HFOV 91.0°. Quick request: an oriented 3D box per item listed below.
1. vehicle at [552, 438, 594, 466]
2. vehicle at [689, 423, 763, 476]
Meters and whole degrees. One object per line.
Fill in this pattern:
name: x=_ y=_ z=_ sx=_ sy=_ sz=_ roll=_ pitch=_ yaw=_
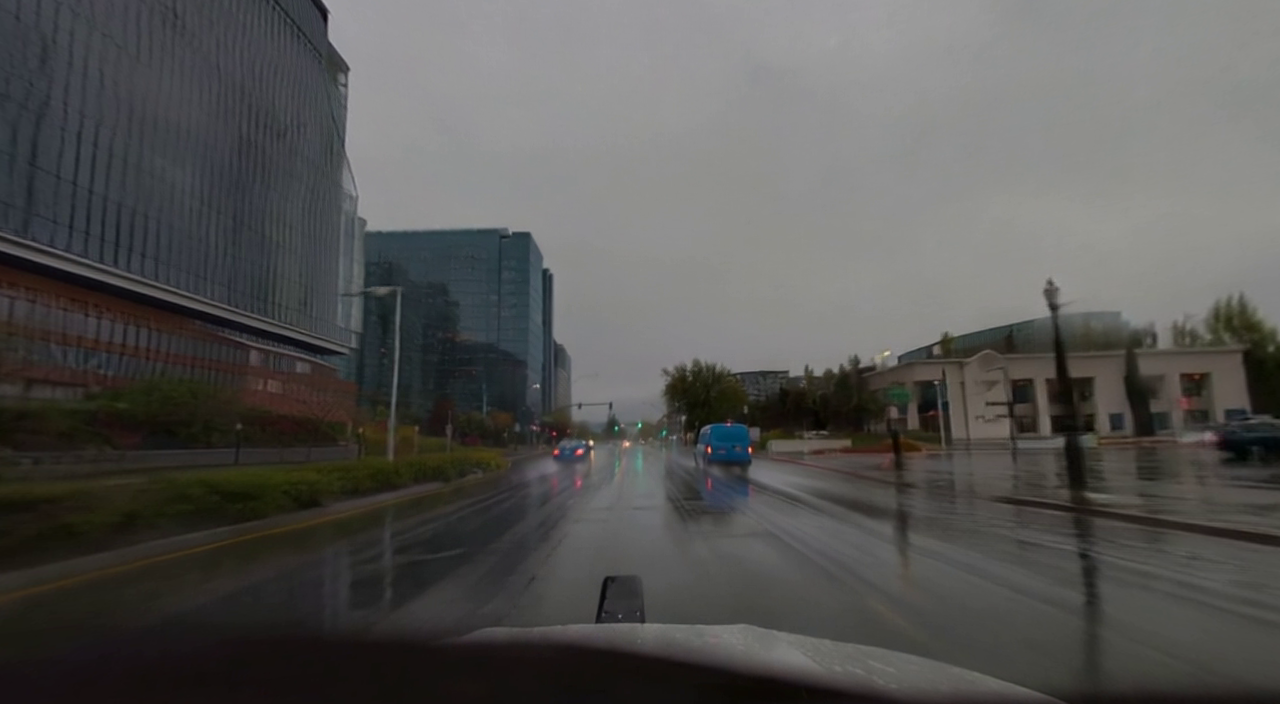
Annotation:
vehicle: x=-3.687 y=5.612 z=35.429 sx=1.864 sy=1.464 sz=4.195 roll=0 pitch=-8 yaw=1
vehicle: x=3.336 y=3.920 z=25.536 sx=2.200 sy=1.914 sz=5.145 roll=0 pitch=-8 yaw=-1
